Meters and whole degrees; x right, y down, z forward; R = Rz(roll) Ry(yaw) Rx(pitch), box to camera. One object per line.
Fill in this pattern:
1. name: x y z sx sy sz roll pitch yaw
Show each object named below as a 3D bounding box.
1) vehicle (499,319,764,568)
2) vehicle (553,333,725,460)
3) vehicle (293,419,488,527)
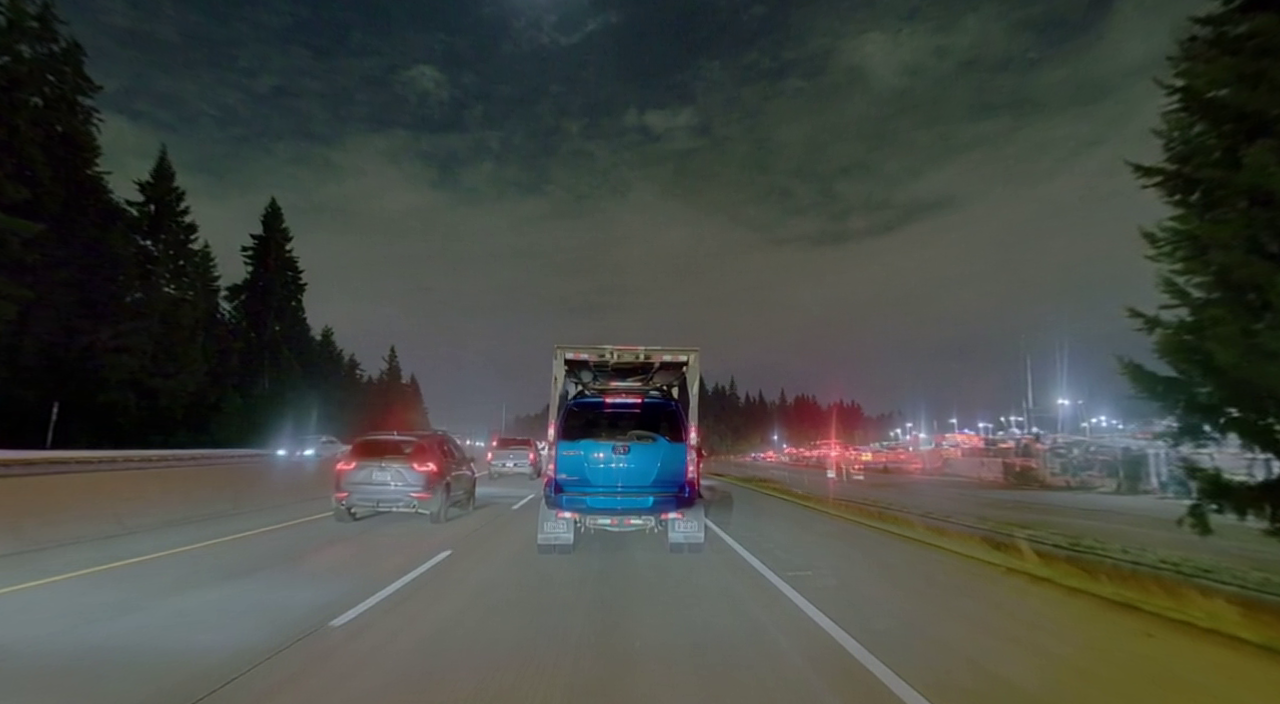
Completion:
1. vehicle: -0.300 1.708 11.863 2.735 2.597 10.435 0 -9 -2
2. vehicle: -0.136 0.909 10.345 2.156 1.604 4.680 0 -9 -3
3. vehicle: -4.438 2.226 12.177 2.057 1.665 4.572 0 -9 -3
